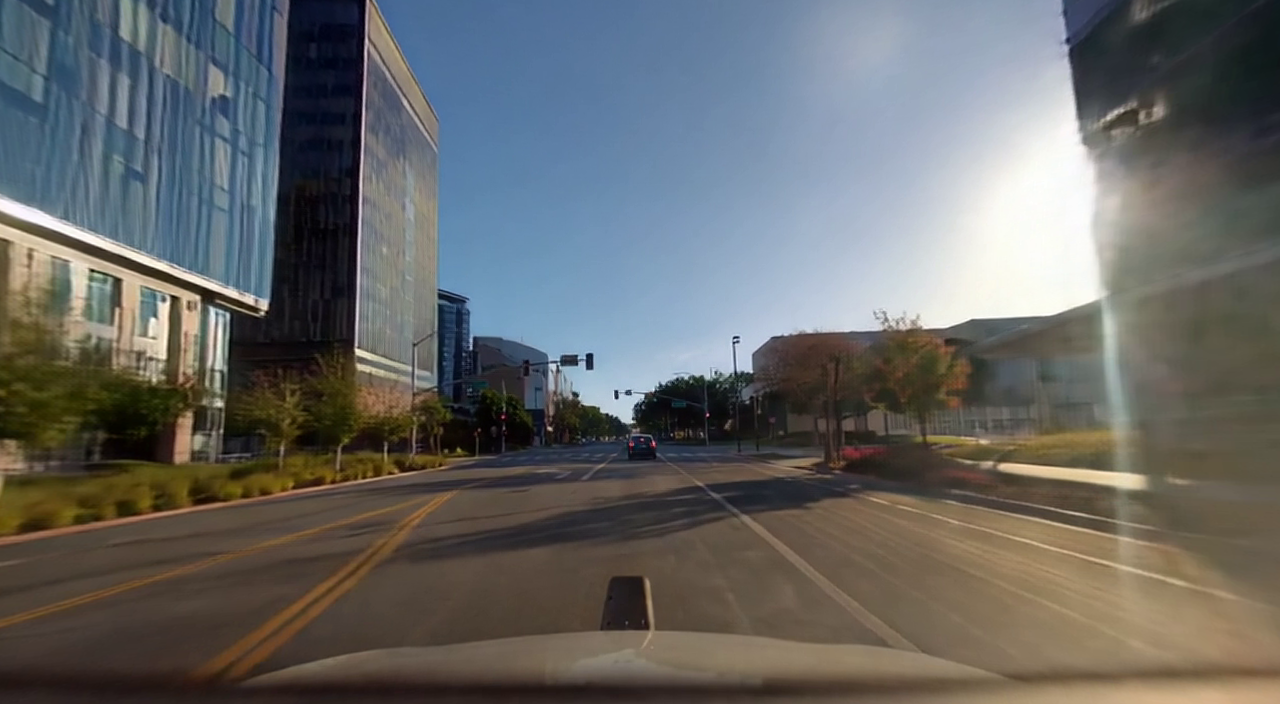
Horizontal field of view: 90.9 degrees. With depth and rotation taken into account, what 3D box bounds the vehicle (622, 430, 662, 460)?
[{"bbox_3d":[0.065,5.398,36.666,2.184,1.640,4.086,0,-8,-1],"label":"vehicle"}]
